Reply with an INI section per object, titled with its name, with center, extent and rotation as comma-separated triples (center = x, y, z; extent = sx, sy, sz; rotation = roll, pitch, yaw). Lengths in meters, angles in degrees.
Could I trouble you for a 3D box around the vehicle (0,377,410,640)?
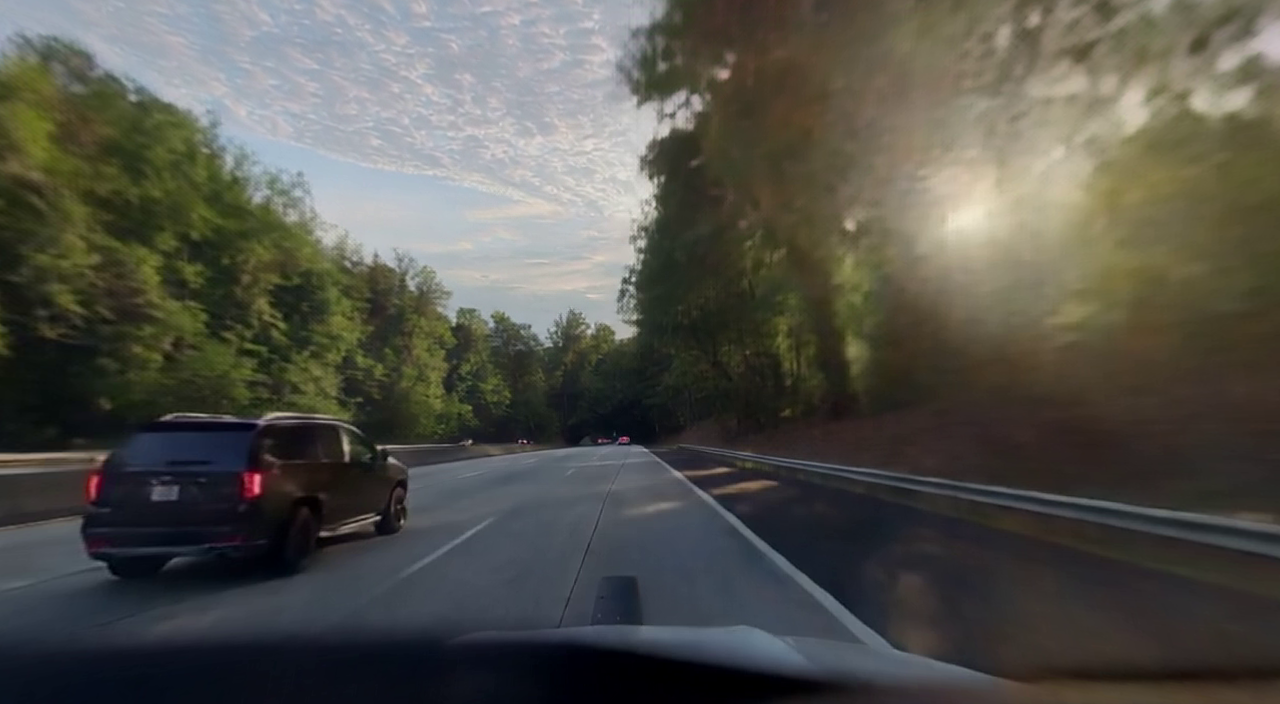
[vehicle]
center = -4.033, 1.266, 6.133
extent = 2.034, 1.675, 4.080
rotation = 0, -7, 0
